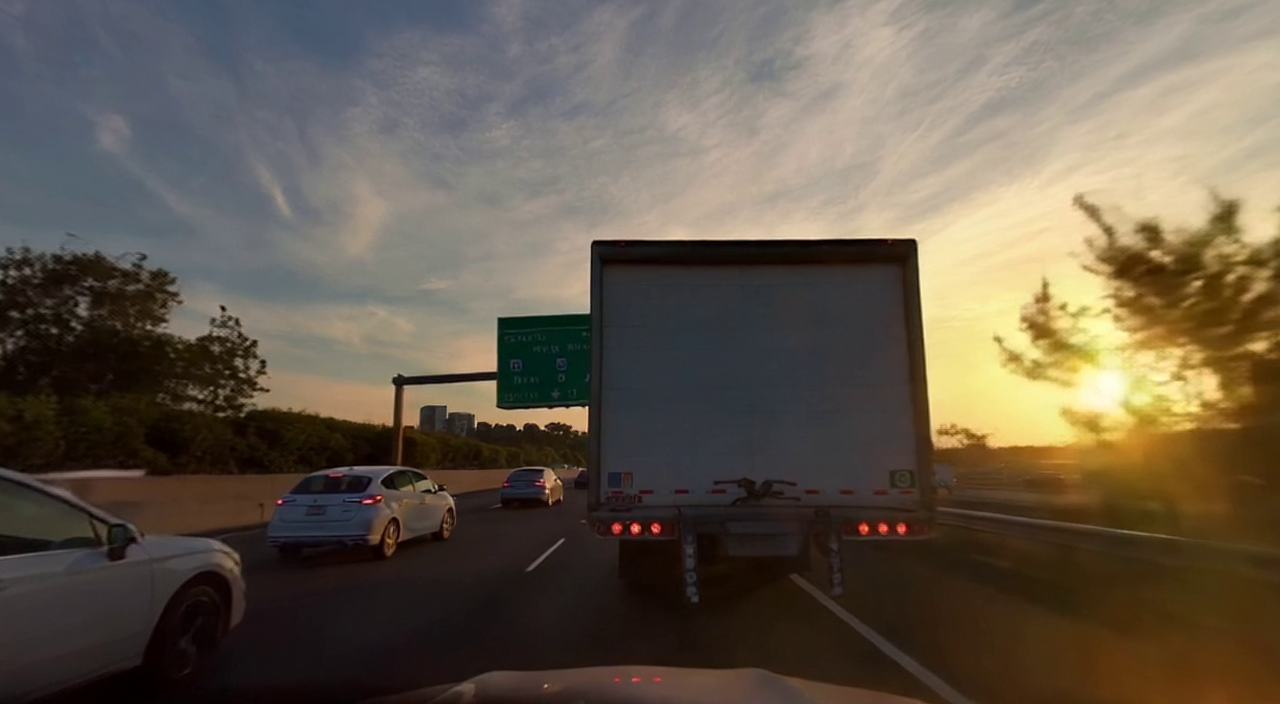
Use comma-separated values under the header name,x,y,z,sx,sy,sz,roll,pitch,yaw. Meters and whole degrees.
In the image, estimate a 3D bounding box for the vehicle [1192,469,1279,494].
name,x,y,z,sx,sy,sz,roll,pitch,yaw
vehicle,37.975,8.204,39.983,3.974,1.485,1.709,0,-11,4

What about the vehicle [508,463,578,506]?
name,x,y,z,sx,sy,sz,roll,pitch,yaw
vehicle,-3.710,5.192,24.970,1.964,1.482,4.371,0,-11,1

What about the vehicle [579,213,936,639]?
name,x,y,z,sx,sy,sz,roll,pitch,yaw
vehicle,0.871,1.318,9.561,2.831,3.529,8.689,1,-11,-1

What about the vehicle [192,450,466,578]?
name,x,y,z,sx,sy,sz,roll,pitch,yaw
vehicle,-4.301,2.338,9.736,1.946,1.469,4.431,1,-11,0

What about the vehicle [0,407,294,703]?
name,x,y,z,sx,sy,sz,roll,pitch,yaw
vehicle,-3.474,0.892,2.025,1.983,1.509,4.679,0,-11,1

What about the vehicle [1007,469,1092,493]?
name,x,y,z,sx,sy,sz,roll,pitch,yaw
vehicle,27.106,8.522,41.861,4.299,1.465,1.807,-3,-11,20

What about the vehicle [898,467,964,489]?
name,x,y,z,sx,sy,sz,roll,pitch,yaw
vehicle,21.451,9.263,46.490,4.107,1.485,1.796,-6,-13,33
